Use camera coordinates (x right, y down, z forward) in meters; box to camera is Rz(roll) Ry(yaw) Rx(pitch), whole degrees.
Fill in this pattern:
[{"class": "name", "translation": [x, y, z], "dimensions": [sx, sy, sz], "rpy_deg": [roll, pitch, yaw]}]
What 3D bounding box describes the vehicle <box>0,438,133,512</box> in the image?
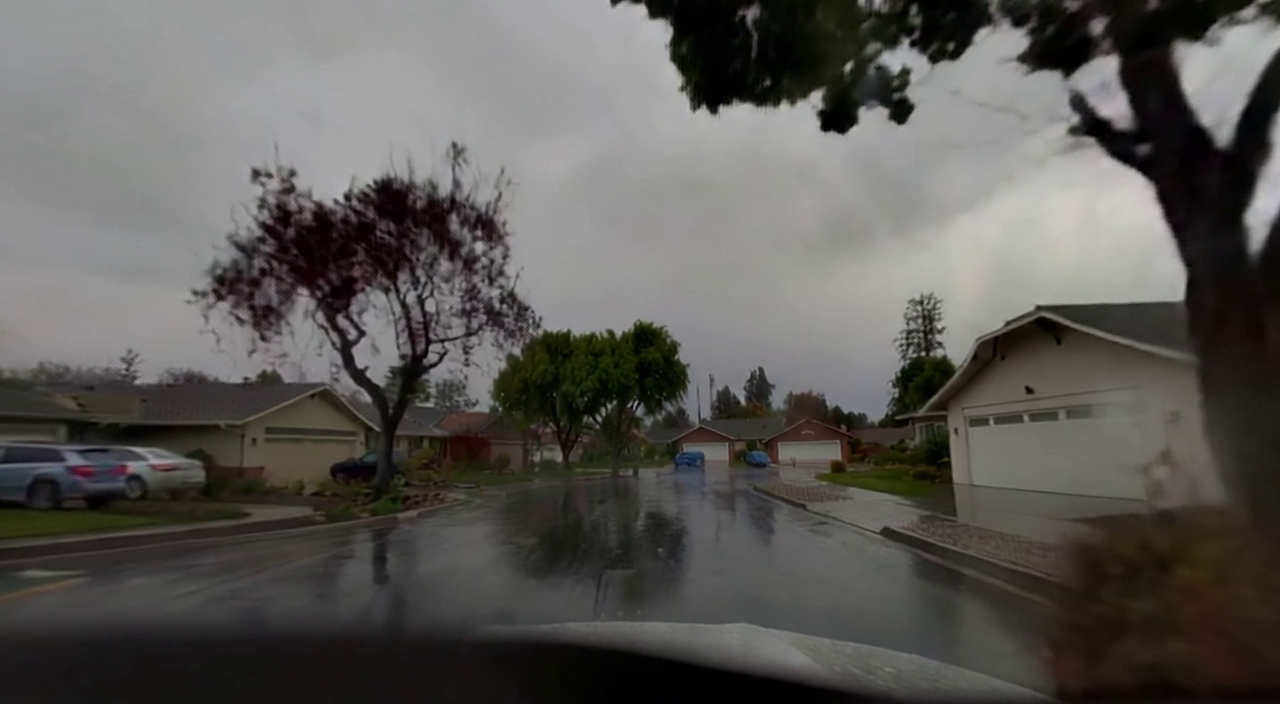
[{"class": "vehicle", "translation": [-16.715, 3.209, 16.705], "dimensions": [4.581, 1.811, 2.145], "rpy_deg": [1, -9, -3]}]
